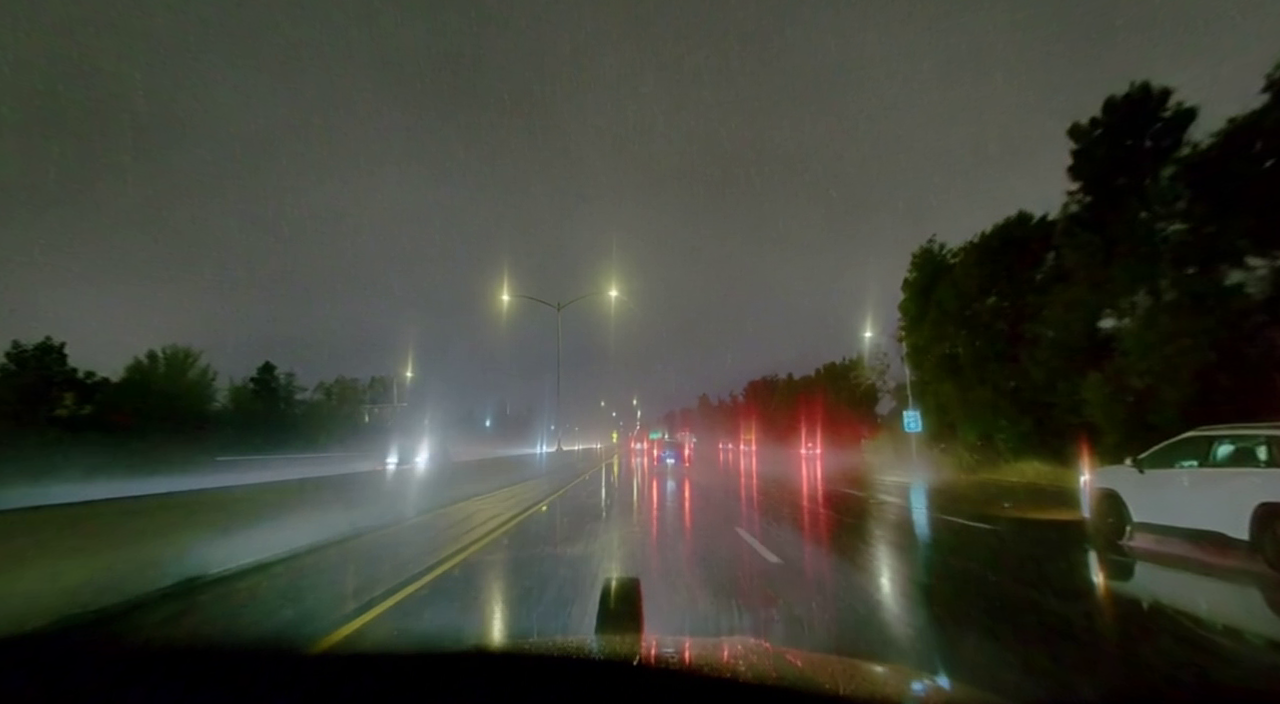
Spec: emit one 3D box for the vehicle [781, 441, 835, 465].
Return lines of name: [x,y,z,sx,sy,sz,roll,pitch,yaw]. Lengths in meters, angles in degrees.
vehicle: [10.812,6.546,41.035,2.087,1.442,4.834,0,-8,-1]

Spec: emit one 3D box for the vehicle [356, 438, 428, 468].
vehicle: [-9.910,4.024,25.489,1.628,1.069,3.386,1,-8,-2]

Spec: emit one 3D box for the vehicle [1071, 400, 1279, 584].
vehicle: [6.918,1.360,6.278,2.027,1.679,4.543,0,-8,0]

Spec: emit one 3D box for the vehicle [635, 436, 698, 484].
vehicle: [0.869,3.857,23.040,1.864,1.566,4.446,0,-8,-3]
